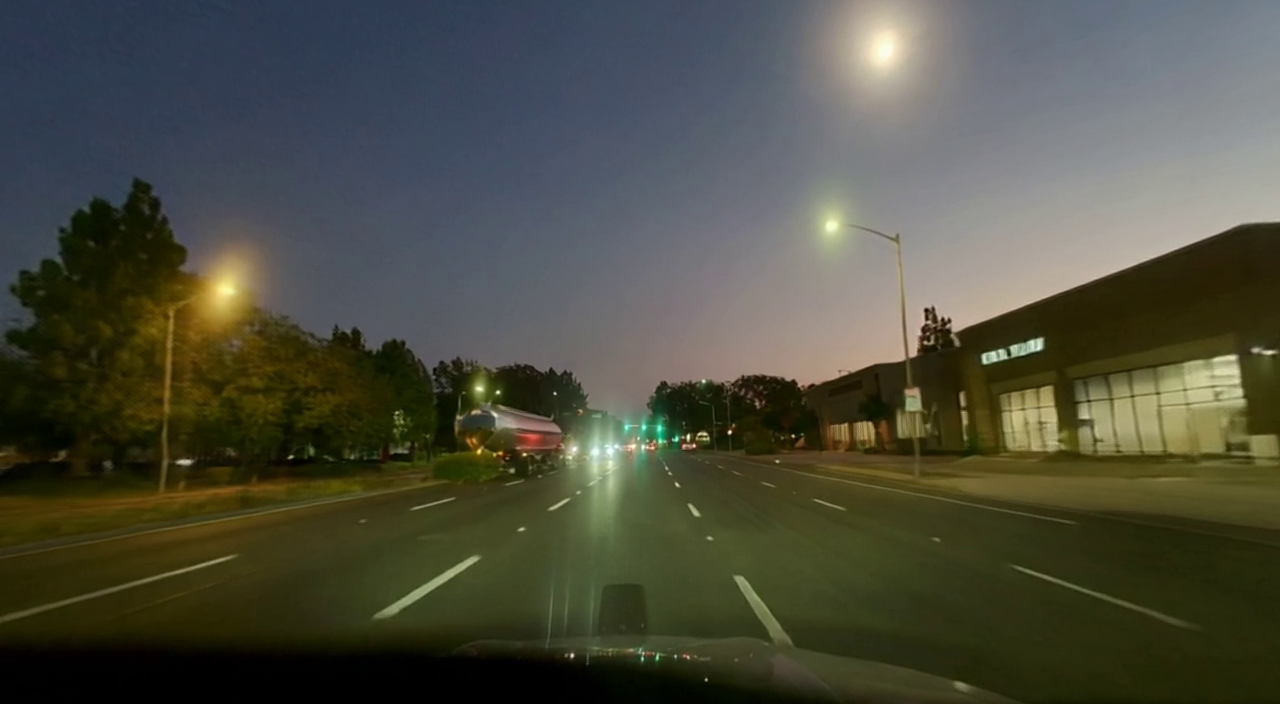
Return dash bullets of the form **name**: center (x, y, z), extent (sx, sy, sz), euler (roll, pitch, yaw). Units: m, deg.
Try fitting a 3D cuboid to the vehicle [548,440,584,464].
- **vehicle**: center (-5.609, 7.669, 48.384), extent (2.179, 1.750, 4.621), euler (0, -8, 0)
